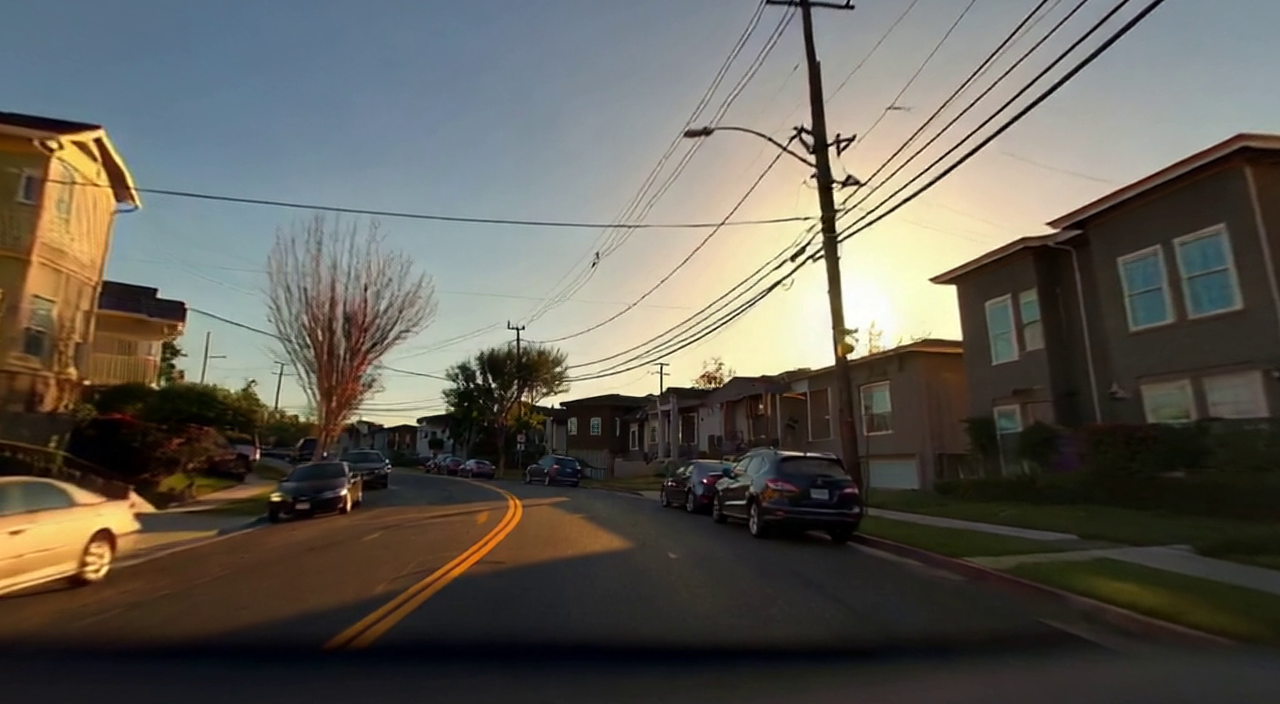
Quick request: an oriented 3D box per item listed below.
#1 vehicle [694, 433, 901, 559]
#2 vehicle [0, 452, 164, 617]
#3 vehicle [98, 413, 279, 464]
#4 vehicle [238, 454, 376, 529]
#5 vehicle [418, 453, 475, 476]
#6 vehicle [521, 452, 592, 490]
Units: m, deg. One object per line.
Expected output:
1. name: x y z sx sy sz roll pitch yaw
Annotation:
1. vehicle: 2.499 2.428 11.471 1.974 1.769 4.610 2 -9 -9
2. vehicle: -7.101 1.800 5.620 2.154 1.516 4.854 -7 -9 -3
3. vehicle: -18.671 3.689 26.564 5.822 1.956 2.355 6 -11 -32
4. vehicle: -8.077 3.351 15.729 2.003 1.447 3.642 -2 -8 -10
5. vehicle: -14.208 8.208 46.335 4.568 1.531 1.923 -8 -12 43
6. vehicle: -4.474 6.203 33.168 1.994 1.682 4.750 9 -12 -27
